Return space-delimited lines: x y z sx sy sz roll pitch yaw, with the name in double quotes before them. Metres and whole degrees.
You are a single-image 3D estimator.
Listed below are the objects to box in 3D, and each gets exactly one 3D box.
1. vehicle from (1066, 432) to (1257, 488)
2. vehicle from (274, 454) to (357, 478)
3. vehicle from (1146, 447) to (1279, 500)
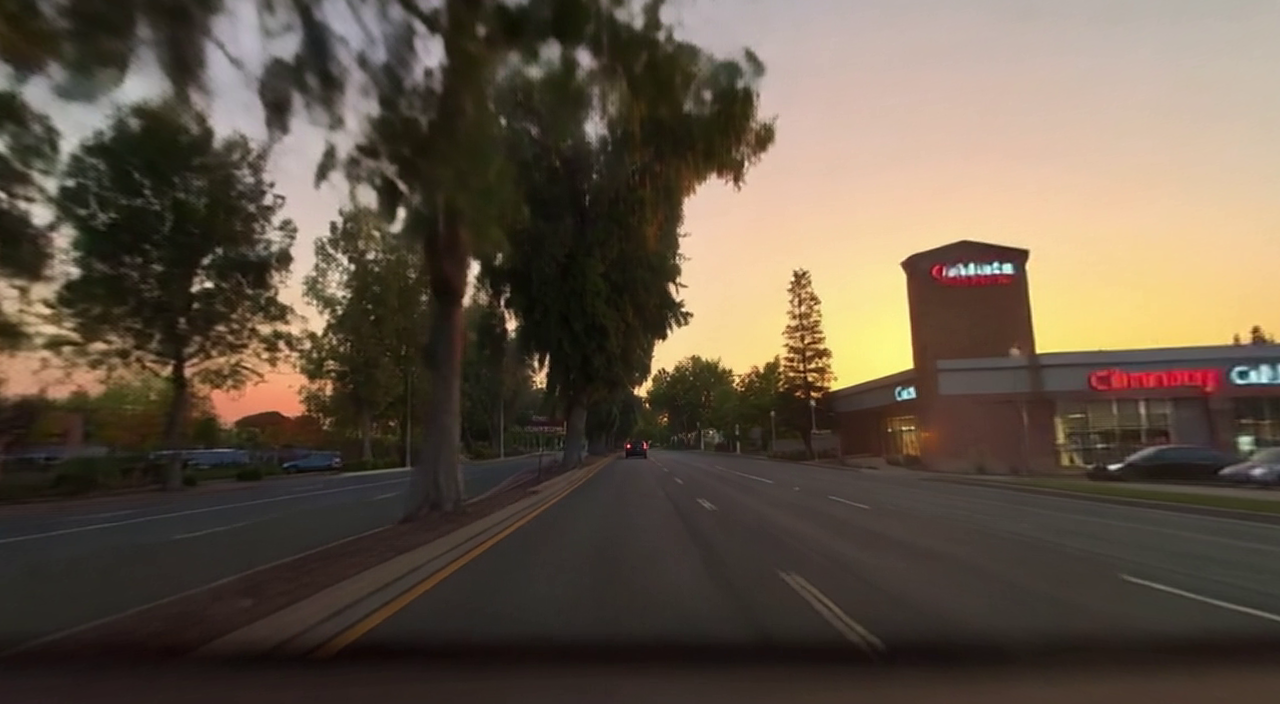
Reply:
"vehicle" 18.327 3.807 22.429 4.639 1.852 2.373 0 -9 -1
"vehicle" -22.111 7.758 43.092 4.665 1.486 1.918 -1 -9 7
"vehicle" 18.715 3.711 19.526 4.290 1.491 2.123 0 -8 0
